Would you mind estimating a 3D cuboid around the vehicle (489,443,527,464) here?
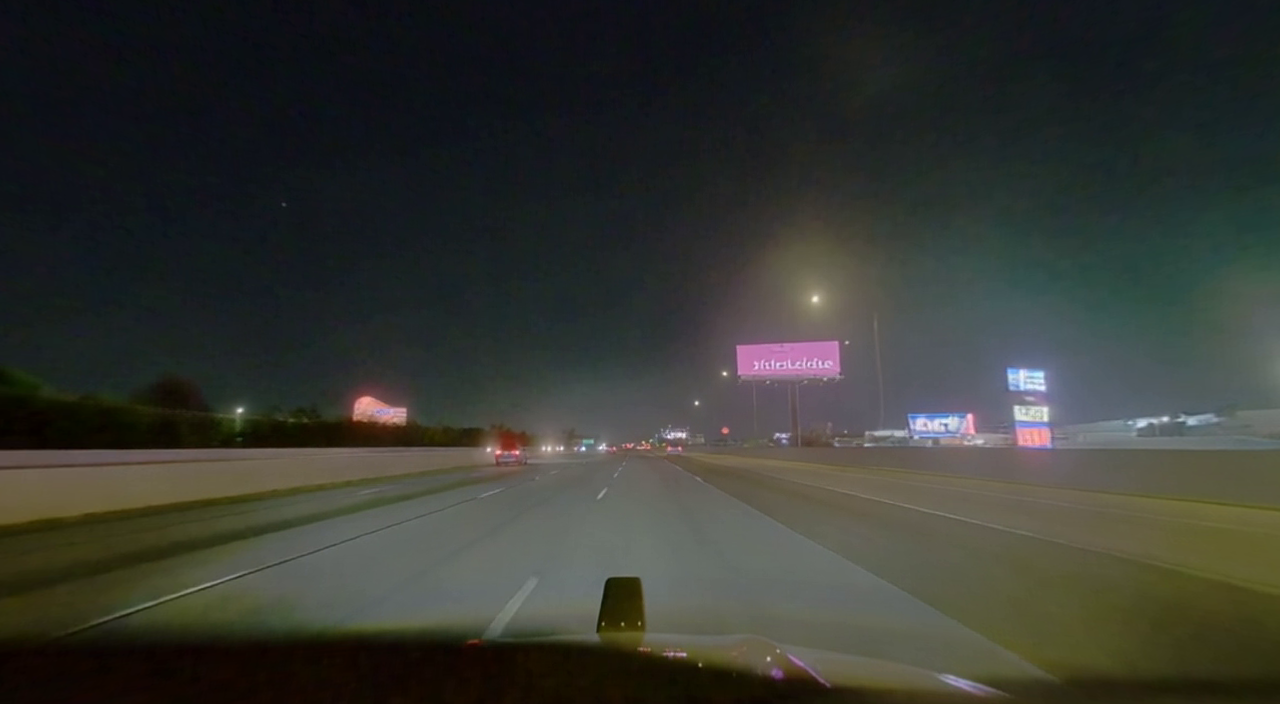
[{"bbox_3d":[-10.311,7.959,49.277,1.974,1.513,4.584,0,-9,0],"label":"vehicle"}]
